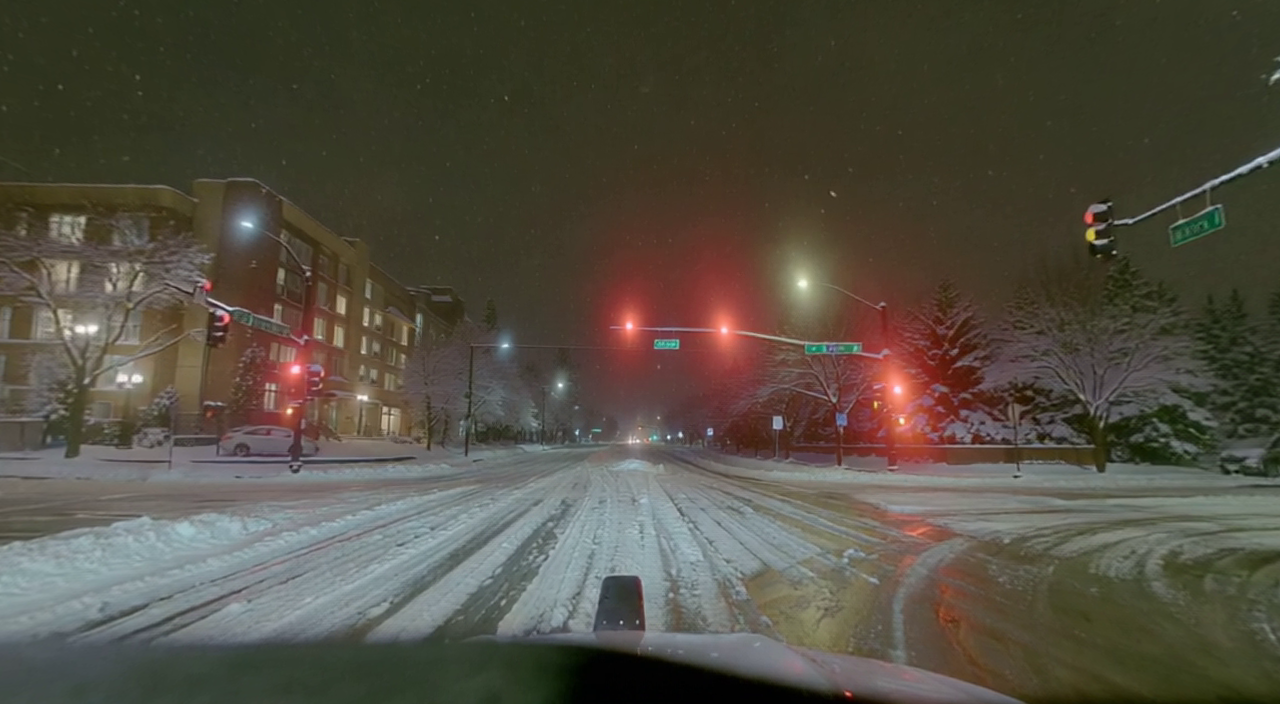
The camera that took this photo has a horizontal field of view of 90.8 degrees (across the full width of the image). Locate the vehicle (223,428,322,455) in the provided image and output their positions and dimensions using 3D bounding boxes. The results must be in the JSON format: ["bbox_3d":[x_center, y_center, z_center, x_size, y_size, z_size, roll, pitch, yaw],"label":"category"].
[{"bbox_3d":[-22.411,5.508,38.709,4.765,1.593,1.891,1,-9,-8],"label":"vehicle"}]
